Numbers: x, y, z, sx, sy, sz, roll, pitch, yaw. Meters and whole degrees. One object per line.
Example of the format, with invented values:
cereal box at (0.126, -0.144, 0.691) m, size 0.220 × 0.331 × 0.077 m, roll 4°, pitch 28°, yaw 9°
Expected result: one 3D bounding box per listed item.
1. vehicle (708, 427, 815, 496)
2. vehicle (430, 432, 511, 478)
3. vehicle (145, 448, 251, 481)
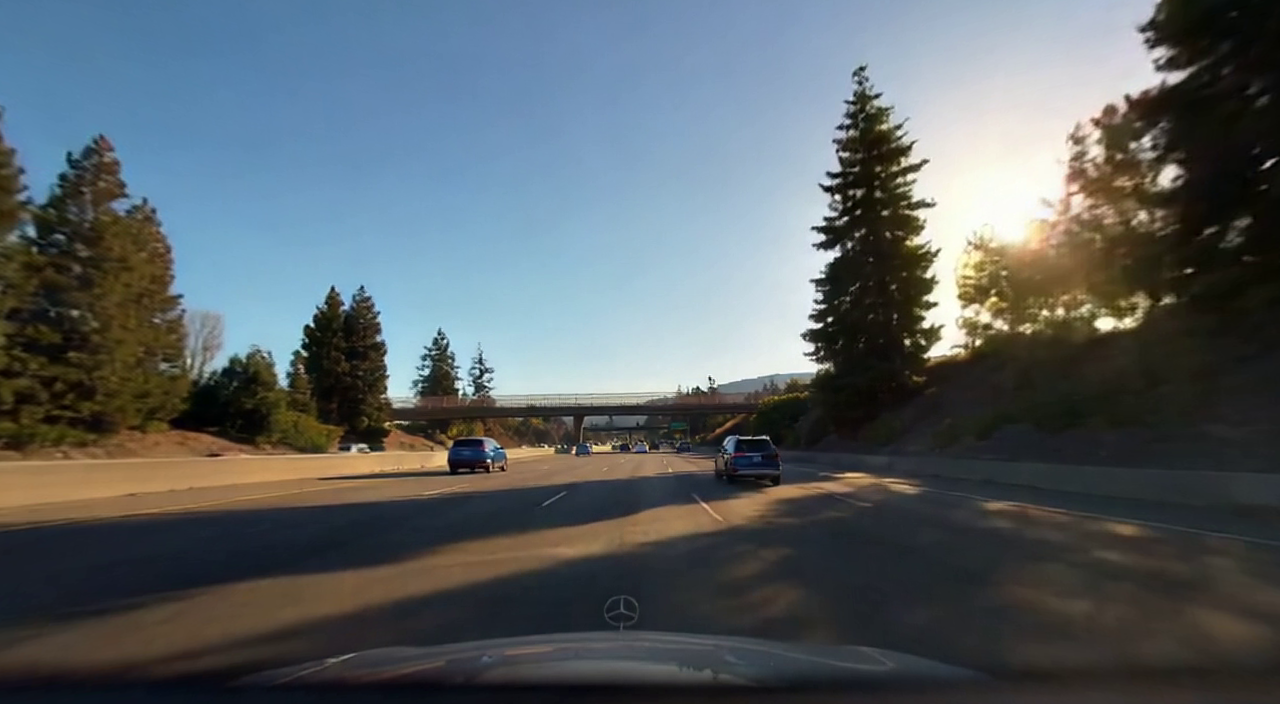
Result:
vehicle at (3.374, 3.166, 18.618) m, size 2.185 × 1.749 × 4.477 m, roll 0°, pitch -9°, yaw -1°
vehicle at (-7.464, 4.595, 28.399) m, size 2.193 × 1.818 × 4.995 m, roll 0°, pitch -9°, yaw 1°
vehicle at (-21.846, 5.553, 31.537) m, size 1.818 × 1.484 × 4.785 m, roll 0°, pitch -9°, yaw 0°
